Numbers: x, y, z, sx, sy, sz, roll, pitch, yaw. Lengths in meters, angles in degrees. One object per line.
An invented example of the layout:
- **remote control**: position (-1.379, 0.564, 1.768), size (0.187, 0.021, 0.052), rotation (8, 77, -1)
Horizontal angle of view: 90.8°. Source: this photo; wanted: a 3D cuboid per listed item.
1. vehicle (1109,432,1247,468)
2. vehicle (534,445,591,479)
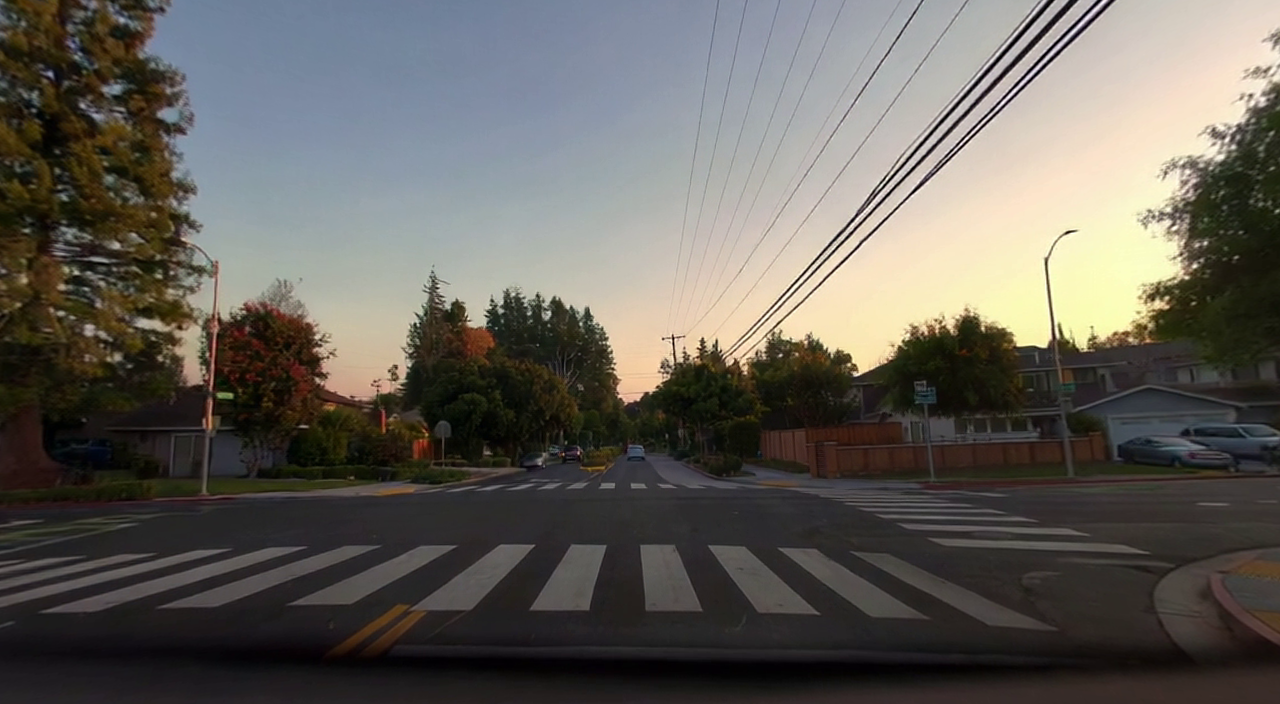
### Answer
- **vehicle**: position (23.436, 4.291, 27.801), size (1.841, 1.448, 4.688), rotation (0, -9, -2)
- **vehicle**: position (-3.610, 5.197, 30.156), size (2.102, 1.463, 4.024), rotation (0, -9, 1)
